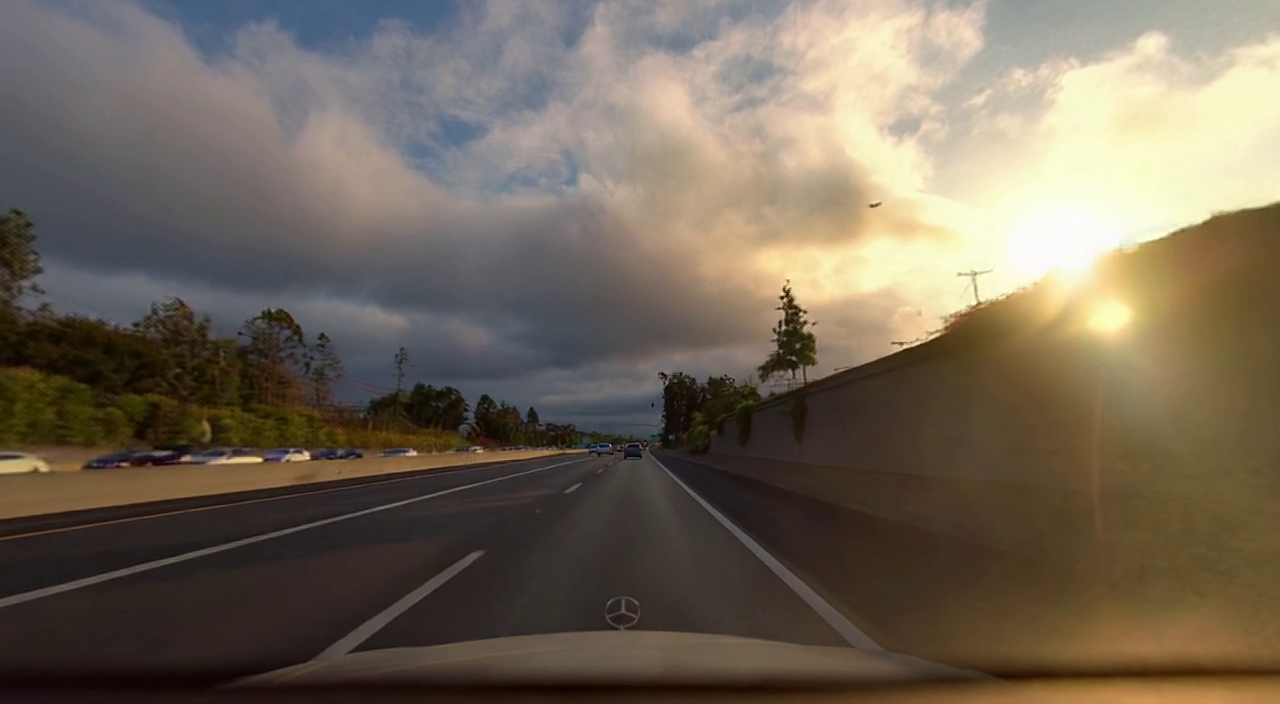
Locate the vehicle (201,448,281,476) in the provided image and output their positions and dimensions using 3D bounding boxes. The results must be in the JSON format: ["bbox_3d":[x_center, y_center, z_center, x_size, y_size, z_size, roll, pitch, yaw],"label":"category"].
[{"bbox_3d":[-25.564,7.021,40.598,1.961,1.669,4.780,0,-9,1],"label":"vehicle"}]

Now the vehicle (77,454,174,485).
[{"bbox_3d":[-29.696,6.777,36.537,1.897,1.599,4.359,0,-9,0],"label":"vehicle"}]
